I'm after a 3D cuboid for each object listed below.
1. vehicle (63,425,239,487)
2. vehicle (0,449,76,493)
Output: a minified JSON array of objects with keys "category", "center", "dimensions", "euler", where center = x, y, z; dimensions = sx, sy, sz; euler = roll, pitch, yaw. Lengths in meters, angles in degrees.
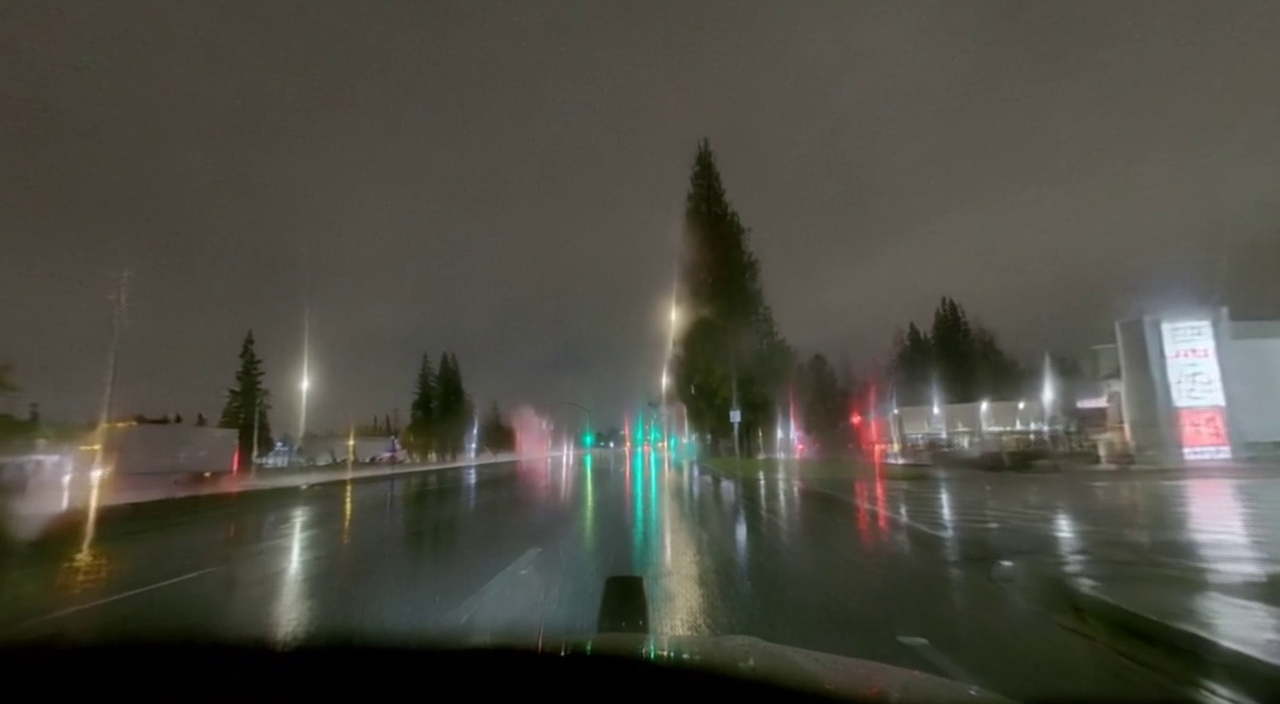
[{"category":"vehicle","center":[-34.616,7.460,45.685],"dimensions":[2.955,3.868,11.255],"euler":[-1,-8,5]},{"category":"vehicle","center":[-34.466,6.416,34.113],"dimensions":[5.521,2.214,2.704],"euler":[-2,-8,7]}]
